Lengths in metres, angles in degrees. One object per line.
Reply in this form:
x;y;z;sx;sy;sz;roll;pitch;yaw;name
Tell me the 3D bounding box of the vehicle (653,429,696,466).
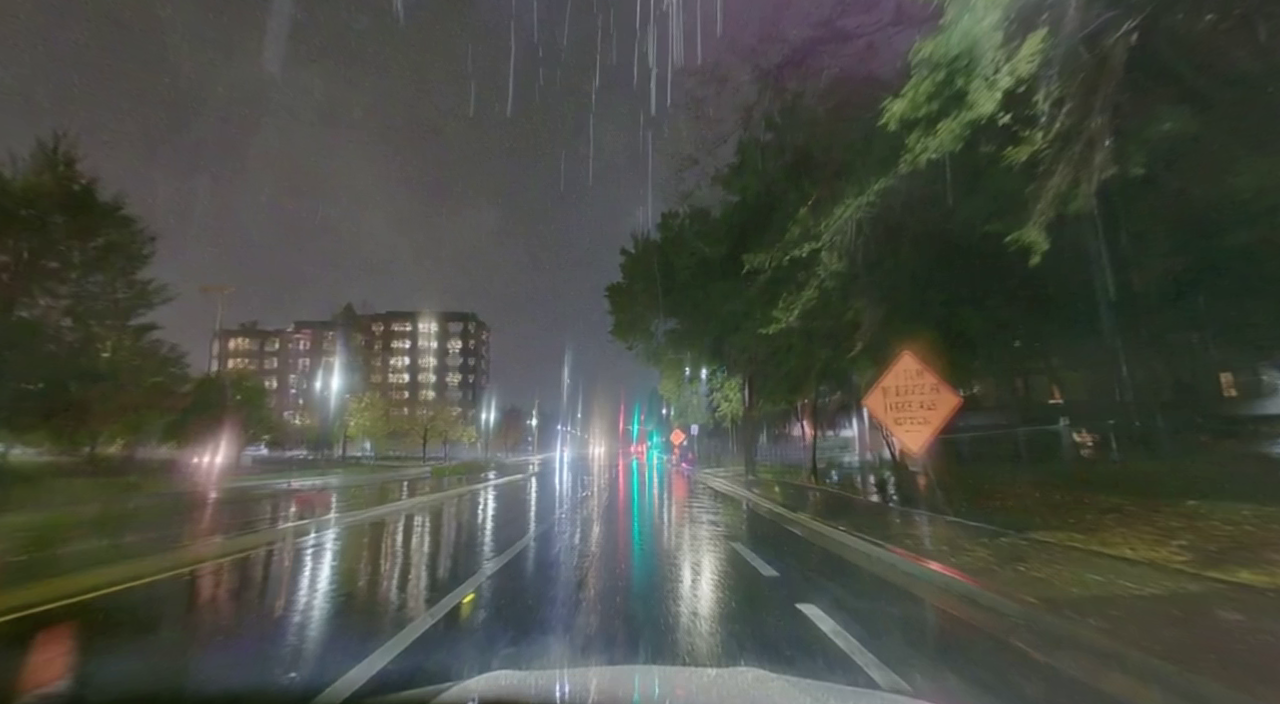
2.609;7.327;48.614;2.849;2.686;3.176;-1;-8;-5;vehicle
